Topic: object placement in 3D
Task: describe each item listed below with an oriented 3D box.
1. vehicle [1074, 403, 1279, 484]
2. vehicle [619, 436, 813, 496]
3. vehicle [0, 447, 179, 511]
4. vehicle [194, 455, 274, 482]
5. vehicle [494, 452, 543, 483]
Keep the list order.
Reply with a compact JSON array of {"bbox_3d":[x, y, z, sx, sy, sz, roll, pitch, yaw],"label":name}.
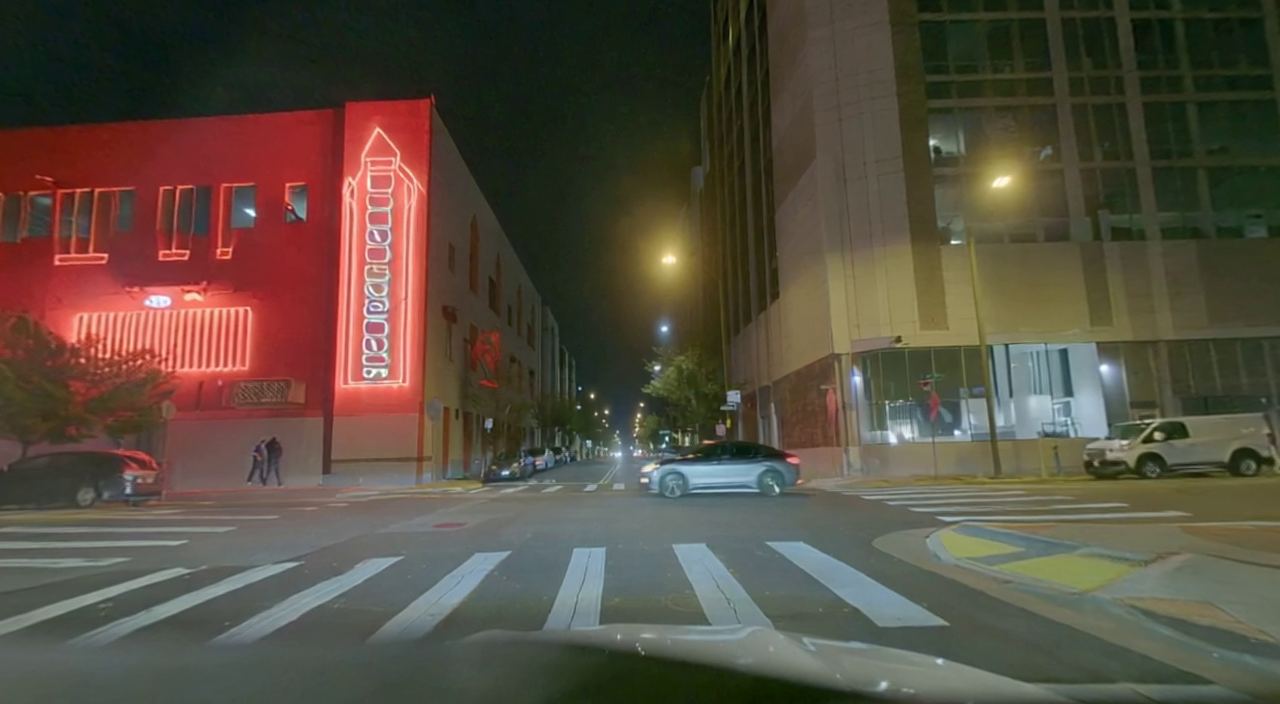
[{"bbox_3d":[18.514,3.121,21.684,5.384,2.586,2.358,0,-9,-1],"label":"vehicle"},{"bbox_3d":[1.963,3.071,17.234,4.877,1.482,2.041,1,-9,-7],"label":"vehicle"},{"bbox_3d":[-16.165,3.527,17.835,4.558,1.635,2.008,1,-9,-6],"label":"vehicle"},{"bbox_3d":[-24.322,6.984,37.917,3.618,1.412,1.587,-1,-9,-7],"label":"vehicle"},{"bbox_3d":[-6.233,5.937,32.724,1.864,1.447,3.887,0,-9,-2],"label":"vehicle"}]
